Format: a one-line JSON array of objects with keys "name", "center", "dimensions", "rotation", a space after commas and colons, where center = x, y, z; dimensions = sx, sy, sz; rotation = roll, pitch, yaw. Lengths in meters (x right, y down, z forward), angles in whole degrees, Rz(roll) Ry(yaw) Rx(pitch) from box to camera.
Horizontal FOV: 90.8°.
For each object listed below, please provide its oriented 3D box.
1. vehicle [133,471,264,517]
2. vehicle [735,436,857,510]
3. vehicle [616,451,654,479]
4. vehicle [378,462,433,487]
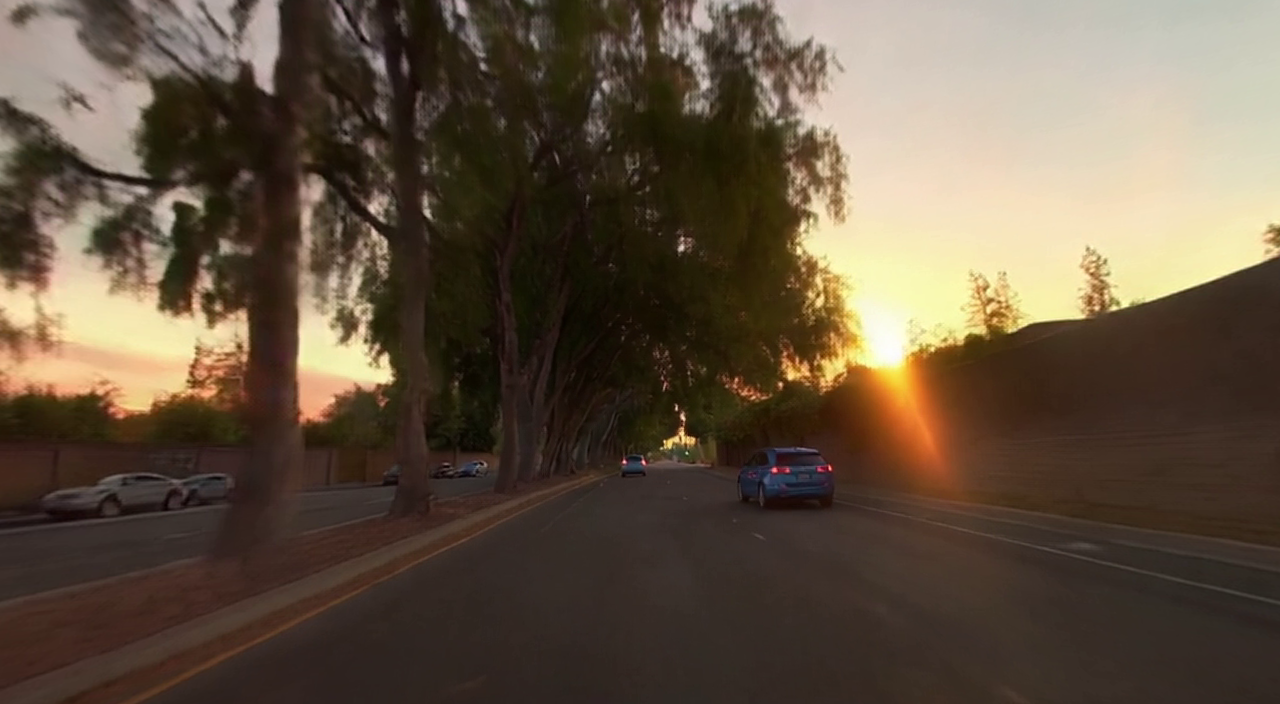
[{"name": "vehicle", "center": [-17.256, 5.543, 25.031], "dimensions": [2.012, 1.597, 4.366], "rotation": [-1, -10, 0]}, {"name": "vehicle", "center": [4.101, 3.299, 17.505], "dimensions": [2.155, 1.752, 4.456], "rotation": [0, -10, -1]}, {"name": "vehicle", "center": [-0.345, 7.560, 42.250], "dimensions": [2.391, 1.739, 3.837], "rotation": [0, -10, 0]}, {"name": "vehicle", "center": [-17.319, 9.038, 46.857], "dimensions": [2.184, 1.697, 4.826], "rotation": [-1, -10, 0]}]
